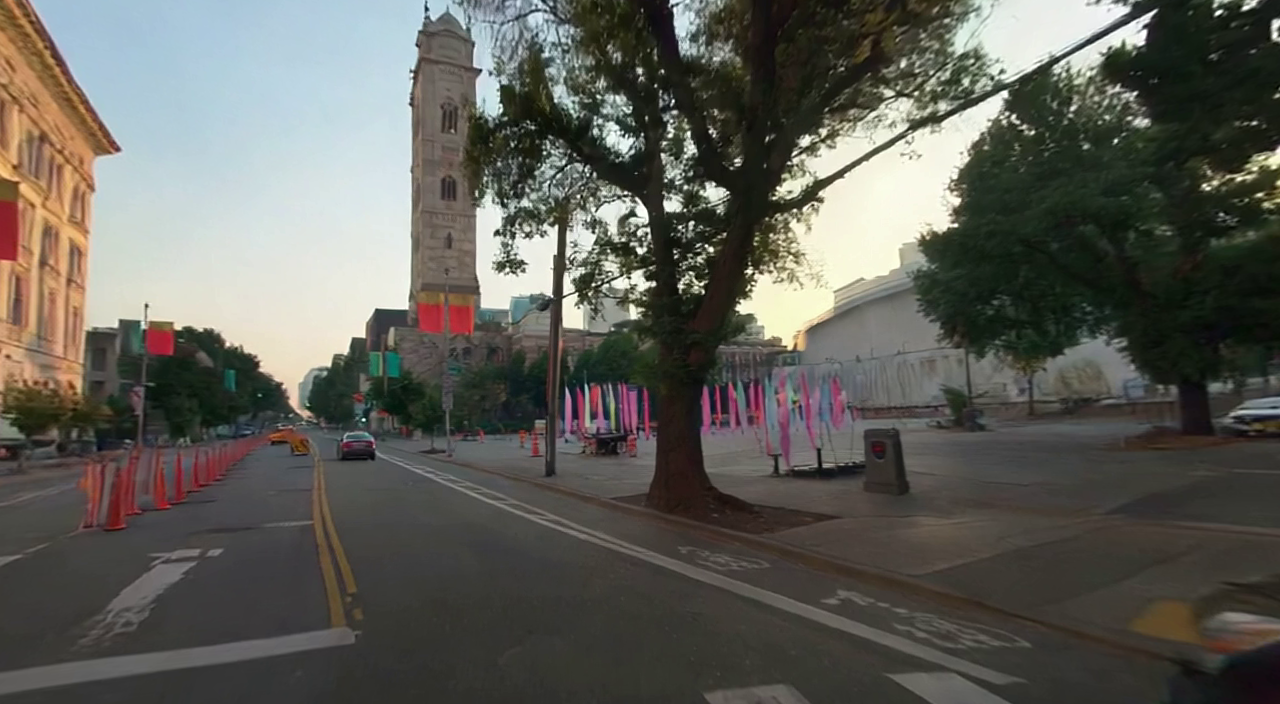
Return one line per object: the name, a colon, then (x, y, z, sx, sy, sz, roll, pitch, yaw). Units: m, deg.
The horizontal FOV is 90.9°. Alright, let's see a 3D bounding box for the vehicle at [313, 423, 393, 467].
vehicle: (-10.926, 3.532, 23.800, 2.216, 1.492, 4.725, 5, -10, -29)
